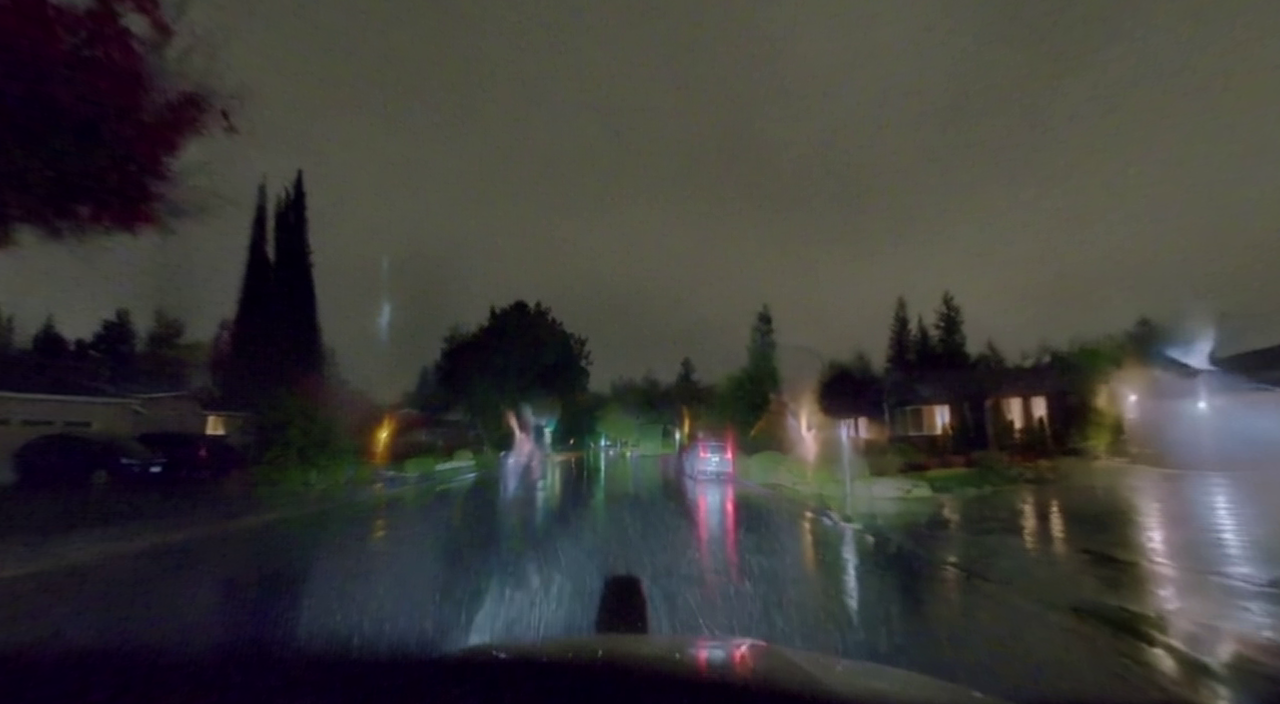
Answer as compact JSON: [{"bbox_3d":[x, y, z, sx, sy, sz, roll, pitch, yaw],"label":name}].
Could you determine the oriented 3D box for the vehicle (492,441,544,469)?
[{"bbox_3d":[-7.245,6.204,37.637,1.943,1.433,4.717,-5,-10,2],"label":"vehicle"}]

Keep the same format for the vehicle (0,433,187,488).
[{"bbox_3d":[-16.266,3.173,18.551,4.344,1.483,1.928,-1,-8,6],"label":"vehicle"}]

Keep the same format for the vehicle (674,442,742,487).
[{"bbox_3d":[2.360,4.013,22.933,2.088,1.429,4.796,0,-8,2],"label":"vehicle"}]
